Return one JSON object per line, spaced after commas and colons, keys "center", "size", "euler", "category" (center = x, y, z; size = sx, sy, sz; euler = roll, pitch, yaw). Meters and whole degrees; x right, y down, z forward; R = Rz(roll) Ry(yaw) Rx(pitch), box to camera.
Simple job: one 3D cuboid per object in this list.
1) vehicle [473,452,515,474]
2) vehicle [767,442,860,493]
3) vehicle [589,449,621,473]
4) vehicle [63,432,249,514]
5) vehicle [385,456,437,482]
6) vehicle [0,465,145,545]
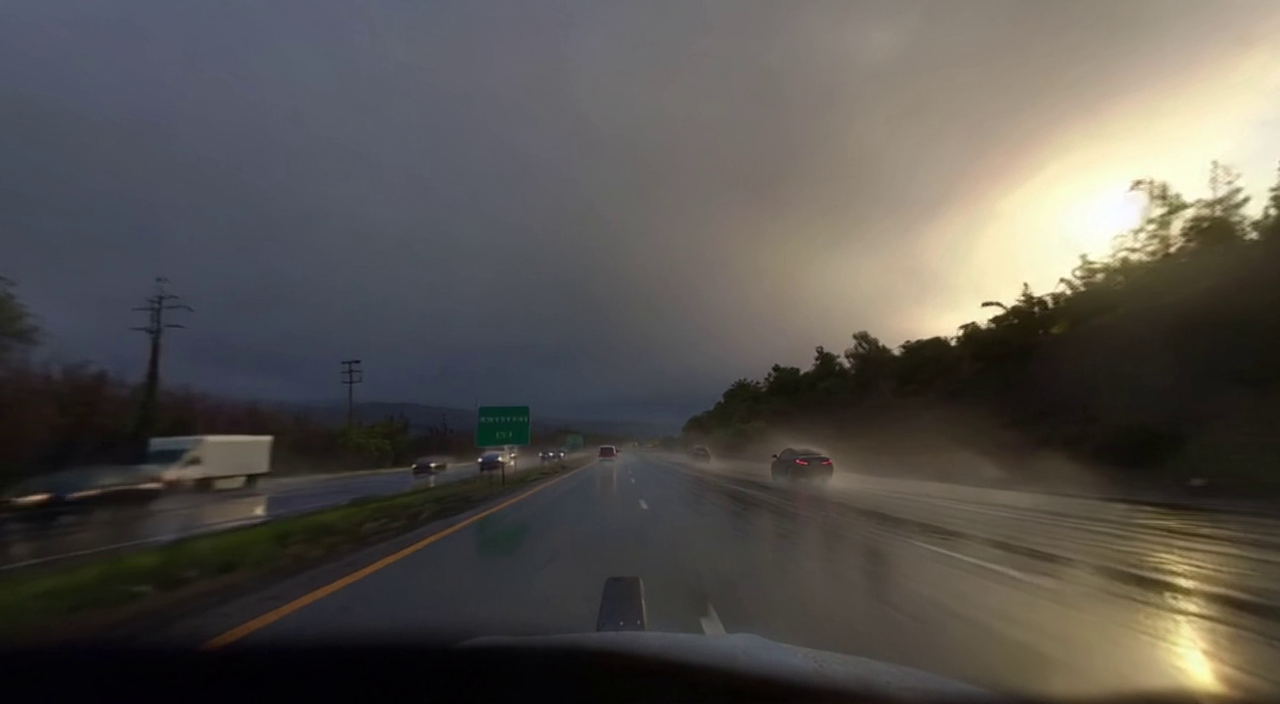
{"center": [-10.931, 8.334, 47.515], "size": [2.097, 1.503, 4.780], "euler": [0, -9, -1], "category": "vehicle"}
{"center": [5.769, 3.887, 21.509], "size": [1.903, 1.566, 3.866], "euler": [0, -9, -3], "category": "vehicle"}
{"center": [-2.328, 7.352, 42.805], "size": [2.021, 1.507, 4.272], "euler": [0, -9, -2], "category": "vehicle"}
{"center": [-17.661, 4.409, 23.604], "size": [2.368, 2.652, 5.789], "euler": [0, -9, -2], "category": "vehicle"}
{"center": [-14.596, 7.481, 40.430], "size": [1.908, 1.493, 4.047], "euler": [0, -9, -1], "category": "vehicle"}
{"center": [-13.849, 3.382, 14.303], "size": [1.897, 1.488, 4.214], "euler": [0, -9, -2], "category": "vehicle"}
